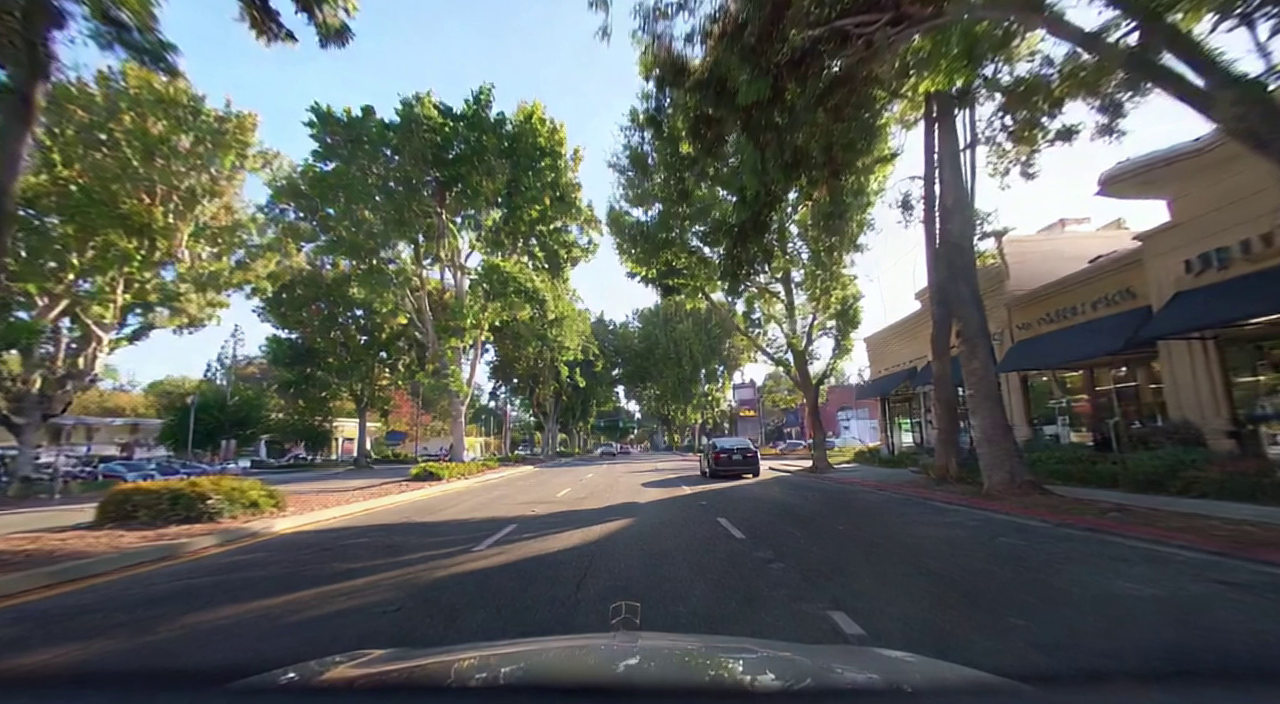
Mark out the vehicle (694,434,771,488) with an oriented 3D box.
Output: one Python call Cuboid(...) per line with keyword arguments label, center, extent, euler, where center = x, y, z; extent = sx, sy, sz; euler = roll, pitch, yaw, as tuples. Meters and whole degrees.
Cuboid(label="vehicle", center=(3.230, 3.900, 22.876), extent=(2.083, 1.743, 4.354), euler=(0, -8, -1))
